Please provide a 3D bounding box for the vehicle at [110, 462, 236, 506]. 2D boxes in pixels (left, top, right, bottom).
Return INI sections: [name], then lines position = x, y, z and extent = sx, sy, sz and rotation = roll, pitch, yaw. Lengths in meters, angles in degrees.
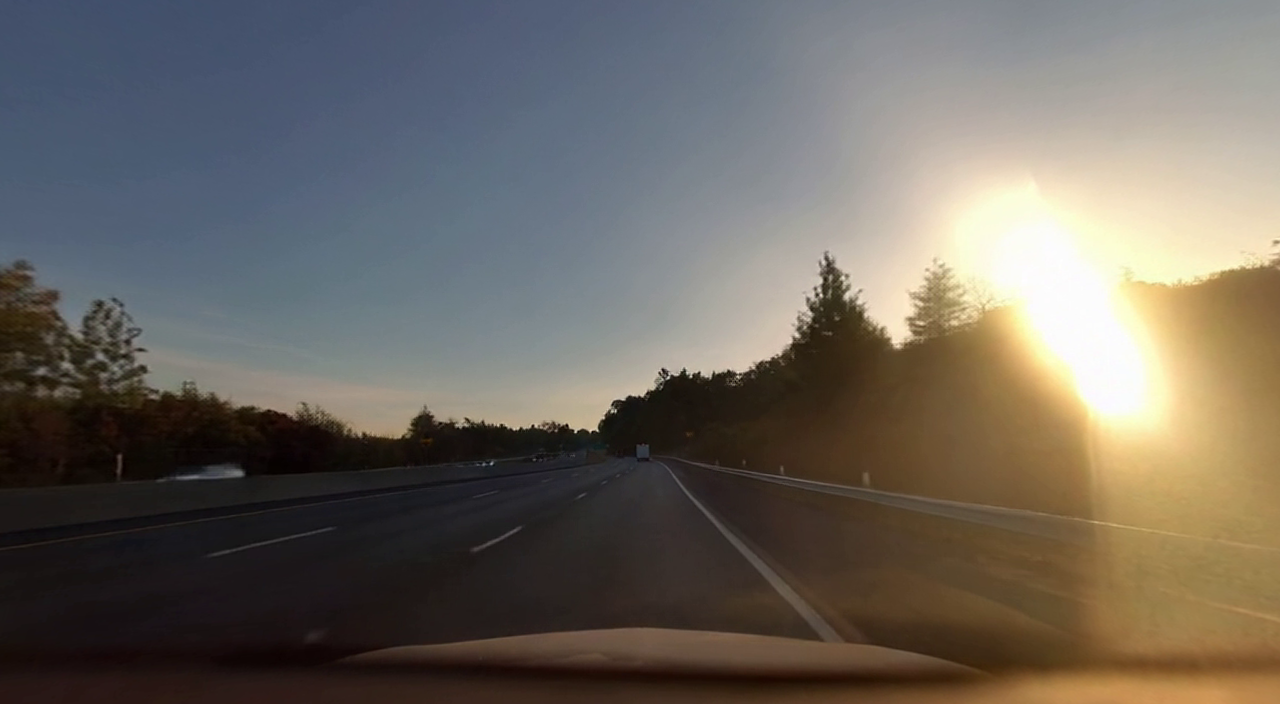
[vehicle]
position = -20.828, 5.861, 28.326
extent = 2.005, 1.653, 4.637
rotation = -1, -9, 2
